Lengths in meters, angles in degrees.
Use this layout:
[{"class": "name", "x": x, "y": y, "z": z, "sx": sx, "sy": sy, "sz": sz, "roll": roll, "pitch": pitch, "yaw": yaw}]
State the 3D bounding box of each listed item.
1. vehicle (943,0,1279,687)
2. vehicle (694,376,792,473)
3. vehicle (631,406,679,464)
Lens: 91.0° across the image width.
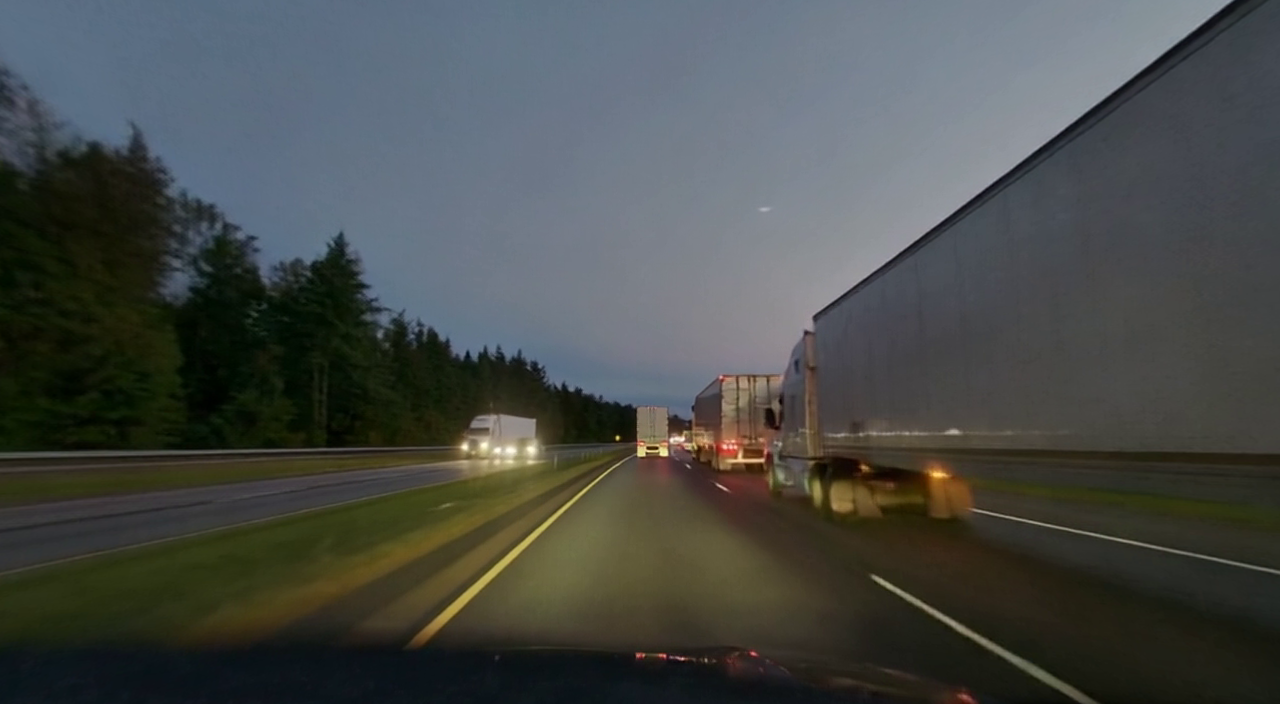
[{"class": "vehicle", "x": 4.916, "y": -0.267, "z": 2.753, "sx": 2.843, "sy": 3.940, "sz": 8.349, "roll": 0, "pitch": -8, "yaw": -1}, {"class": "vehicle", "x": 4.967, "y": 4.057, "z": 33.731, "sx": 2.851, "sy": 4.077, "sz": 14.289, "roll": 0, "pitch": -8, "yaw": 0}, {"class": "vehicle", "x": 0.883, "y": 5.215, "z": 39.302, "sx": 2.644, "sy": 3.247, "sz": 7.454, "roll": -1, "pitch": -8, "yaw": 1}]
